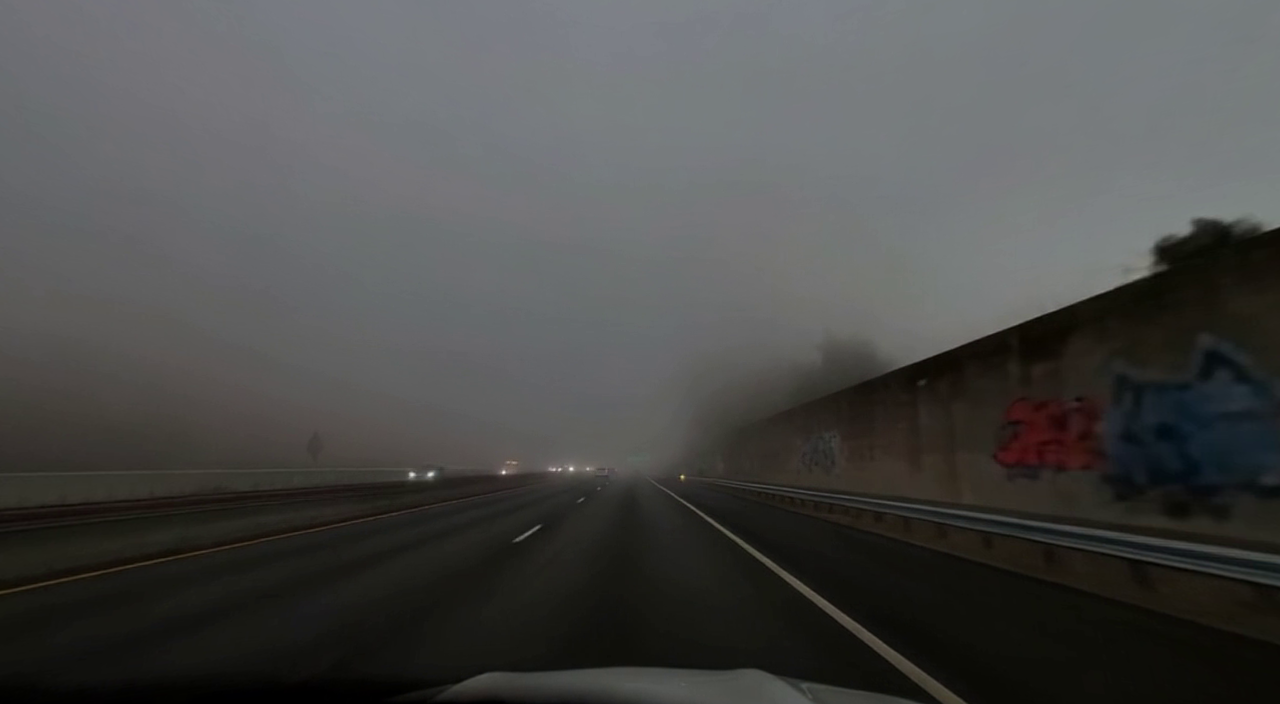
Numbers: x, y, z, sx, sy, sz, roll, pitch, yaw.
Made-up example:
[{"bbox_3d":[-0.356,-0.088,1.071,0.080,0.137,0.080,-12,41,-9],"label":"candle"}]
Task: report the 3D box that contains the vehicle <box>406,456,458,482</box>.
[{"bbox_3d":[-13.279,7.514,40.466,1.929,1.496,4.012,1,-11,1],"label":"vehicle"}]
